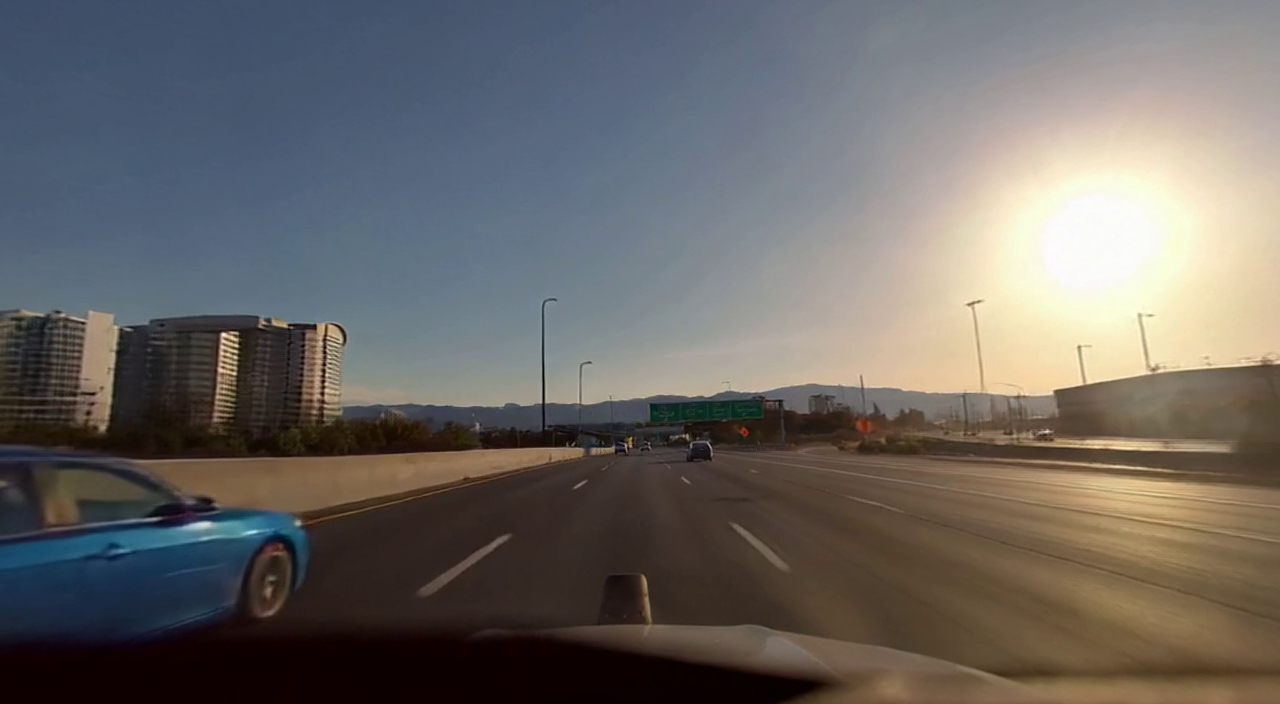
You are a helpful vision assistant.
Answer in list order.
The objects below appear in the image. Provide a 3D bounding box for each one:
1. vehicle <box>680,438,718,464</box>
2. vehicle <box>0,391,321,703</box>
[{"bbox_3d":[3.657,6.238,39.824,1.949,1.515,4.374,0,-8,-1],"label":"vehicle"},{"bbox_3d":[-3.464,0.900,2.380,1.979,1.505,4.705,0,-8,1],"label":"vehicle"}]
